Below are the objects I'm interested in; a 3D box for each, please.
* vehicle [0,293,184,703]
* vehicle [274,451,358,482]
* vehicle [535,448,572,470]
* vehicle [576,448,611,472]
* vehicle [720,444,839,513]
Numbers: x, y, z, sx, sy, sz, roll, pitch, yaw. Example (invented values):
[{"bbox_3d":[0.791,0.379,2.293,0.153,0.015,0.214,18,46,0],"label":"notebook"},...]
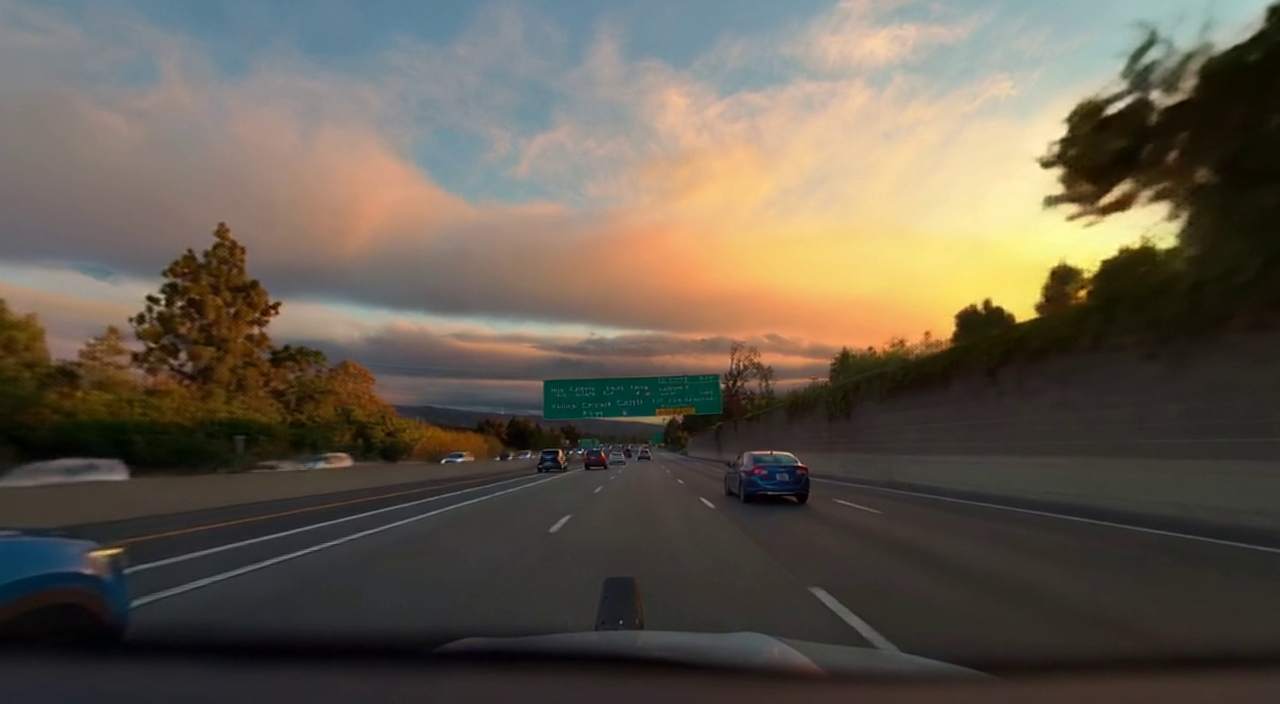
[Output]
[{"bbox_3d":[-3.166,0.470,0.562,2.137,1.756,4.453,0,-9,0],"label":"vehicle"},{"bbox_3d":[-19.618,6.897,38.420,2.302,1.712,5.012,0,-9,2],"label":"vehicle"},{"bbox_3d":[-6.598,8.198,48.567,2.107,1.541,4.713,0,-9,0],"label":"vehicle"},{"bbox_3d":[-3.079,7.302,42.781,2.030,1.563,4.389,0,-9,0],"label":"vehicle"},{"bbox_3d":[3.311,3.080,15.831,1.979,1.486,4.125,0,-9,-1],"label":"vehicle"}]
